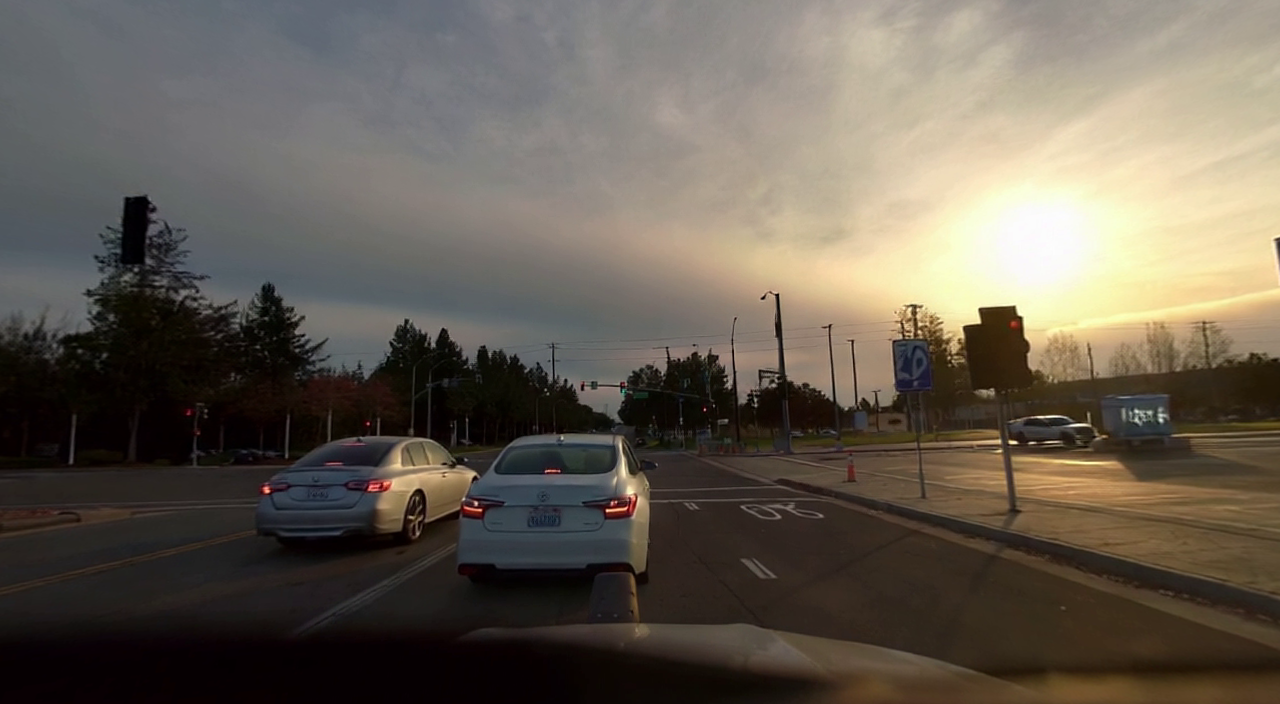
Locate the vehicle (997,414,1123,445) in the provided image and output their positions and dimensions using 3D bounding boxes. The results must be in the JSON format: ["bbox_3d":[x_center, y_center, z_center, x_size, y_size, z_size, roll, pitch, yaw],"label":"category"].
[{"bbox_3d":[21.164,3.936,31.995,4.874,1.502,2.048,0,-8,0],"label":"vehicle"}]

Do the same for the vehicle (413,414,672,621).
[{"bbox_3d":[-0.648,1.548,6.963,1.916,1.510,4.447,0,-8,2],"label":"vehicle"}]

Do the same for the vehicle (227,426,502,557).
[{"bbox_3d":[-3.756,1.983,9.830,1.995,1.506,4.773,0,-8,2],"label":"vehicle"}]
